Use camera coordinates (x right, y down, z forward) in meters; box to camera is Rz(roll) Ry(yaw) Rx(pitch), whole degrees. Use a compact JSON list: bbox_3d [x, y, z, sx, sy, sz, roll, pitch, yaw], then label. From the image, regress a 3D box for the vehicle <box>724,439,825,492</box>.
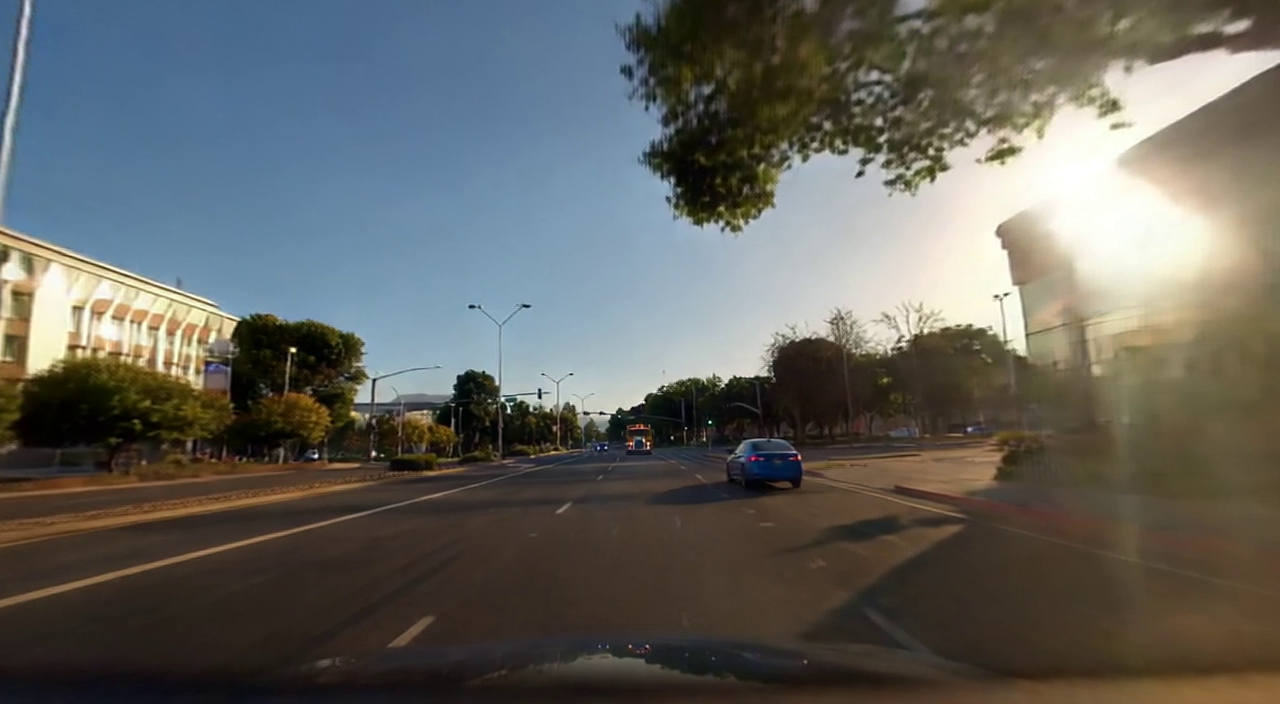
[{"bbox_3d":[4.005,3.461,19.682,2.005,1.442,4.675,0,-8,-1],"label":"vehicle"}]
